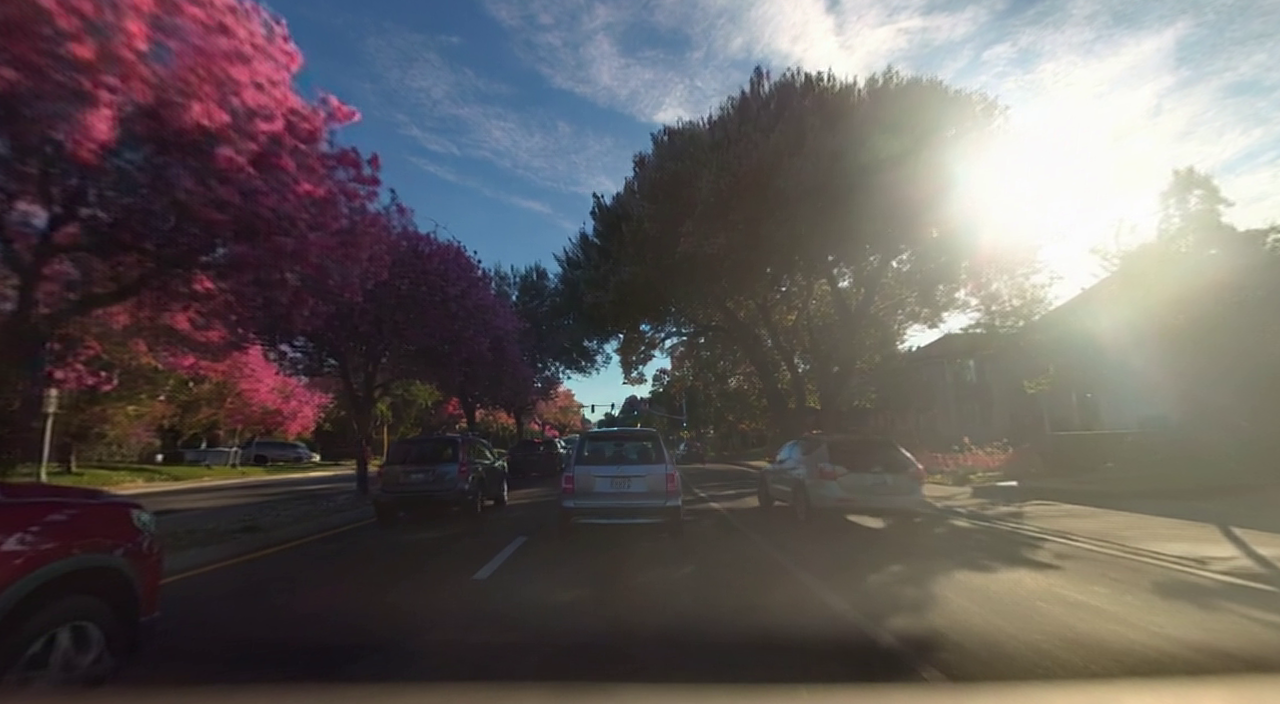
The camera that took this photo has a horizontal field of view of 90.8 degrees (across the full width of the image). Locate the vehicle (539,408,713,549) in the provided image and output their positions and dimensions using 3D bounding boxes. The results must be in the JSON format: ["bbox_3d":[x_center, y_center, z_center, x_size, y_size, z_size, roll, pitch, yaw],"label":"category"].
[{"bbox_3d":[-0.194,1.838,9.771,2.112,1.693,4.058,0,-8,-1],"label":"vehicle"}]

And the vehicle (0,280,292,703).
[{"bbox_3d":[-3.541,0.629,1.826,2.304,1.928,4.833,0,-8,0],"label":"vehicle"}]

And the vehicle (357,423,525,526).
[{"bbox_3d":[-3.670,2.330,12.571,1.948,1.668,4.279,0,-8,0],"label":"vehicle"}]

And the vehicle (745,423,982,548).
[{"bbox_3d":[3.179,2.010,10.259,2.056,1.536,4.678,0,-8,-1],"label":"vehicle"}]
